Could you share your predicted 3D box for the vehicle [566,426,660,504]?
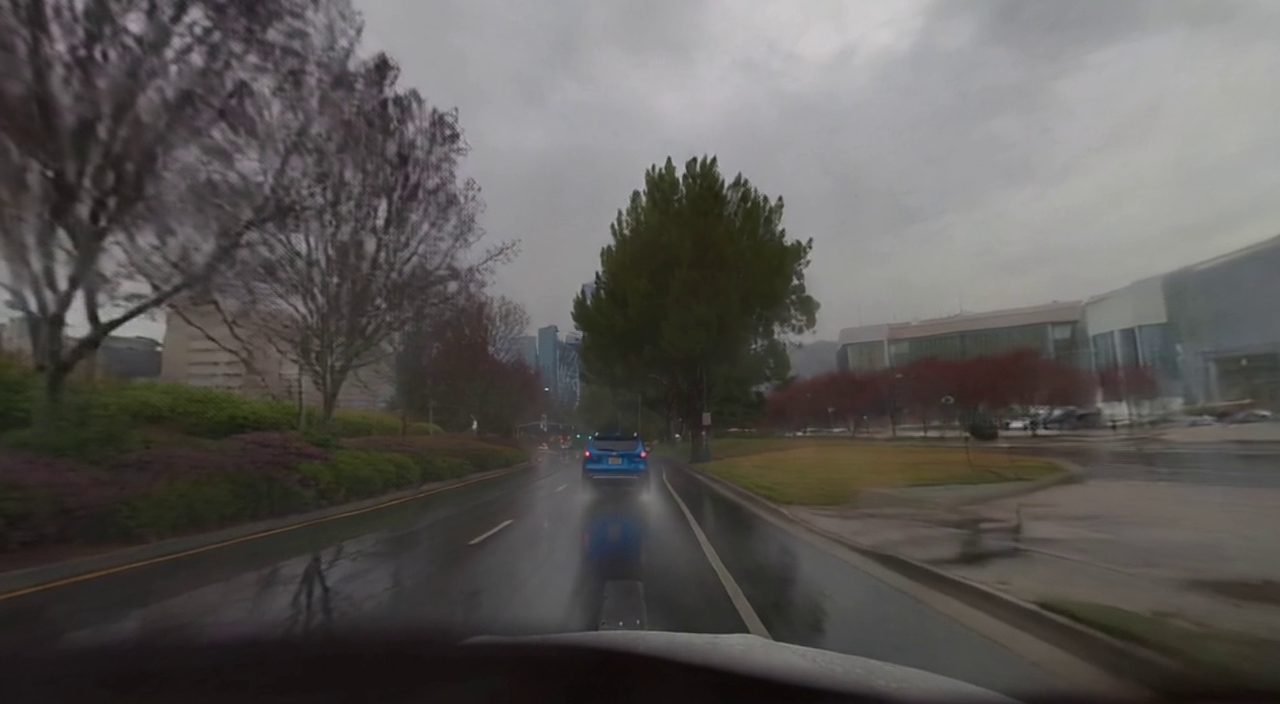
[{"bbox_3d":[-0.626,2.874,16.471,2.131,1.761,4.242,0,-8,-1],"label":"vehicle"}]
